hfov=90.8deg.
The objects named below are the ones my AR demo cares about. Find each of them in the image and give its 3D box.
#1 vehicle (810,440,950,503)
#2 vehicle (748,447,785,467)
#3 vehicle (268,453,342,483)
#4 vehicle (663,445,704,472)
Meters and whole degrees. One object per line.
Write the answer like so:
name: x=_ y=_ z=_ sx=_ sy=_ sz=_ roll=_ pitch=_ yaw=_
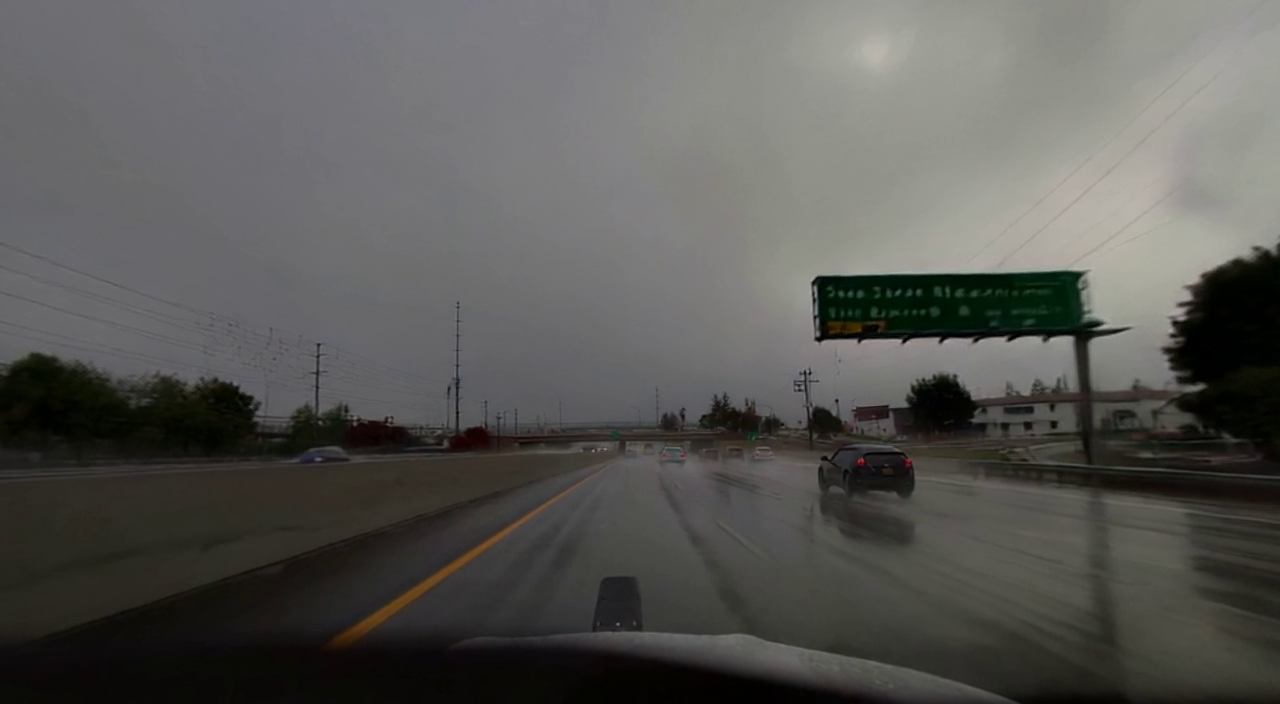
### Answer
vehicle: x=6.318 y=3.176 z=17.295 sx=1.952 sy=1.489 sz=4.483 roll=0 pitch=-8 yaw=-2
vehicle: x=9.447 y=7.836 z=47.454 sx=1.838 sy=1.440 sz=4.121 roll=0 pitch=-8 yaw=-2
vehicle: x=-20.764 y=7.196 z=39.410 sx=2.027 sy=1.683 sz=4.824 roll=0 pitch=-8 yaw=-1
vehicle: x=2.627 y=6.529 z=39.058 sx=1.993 sy=1.507 sz=4.594 roll=0 pitch=-8 yaw=-2
